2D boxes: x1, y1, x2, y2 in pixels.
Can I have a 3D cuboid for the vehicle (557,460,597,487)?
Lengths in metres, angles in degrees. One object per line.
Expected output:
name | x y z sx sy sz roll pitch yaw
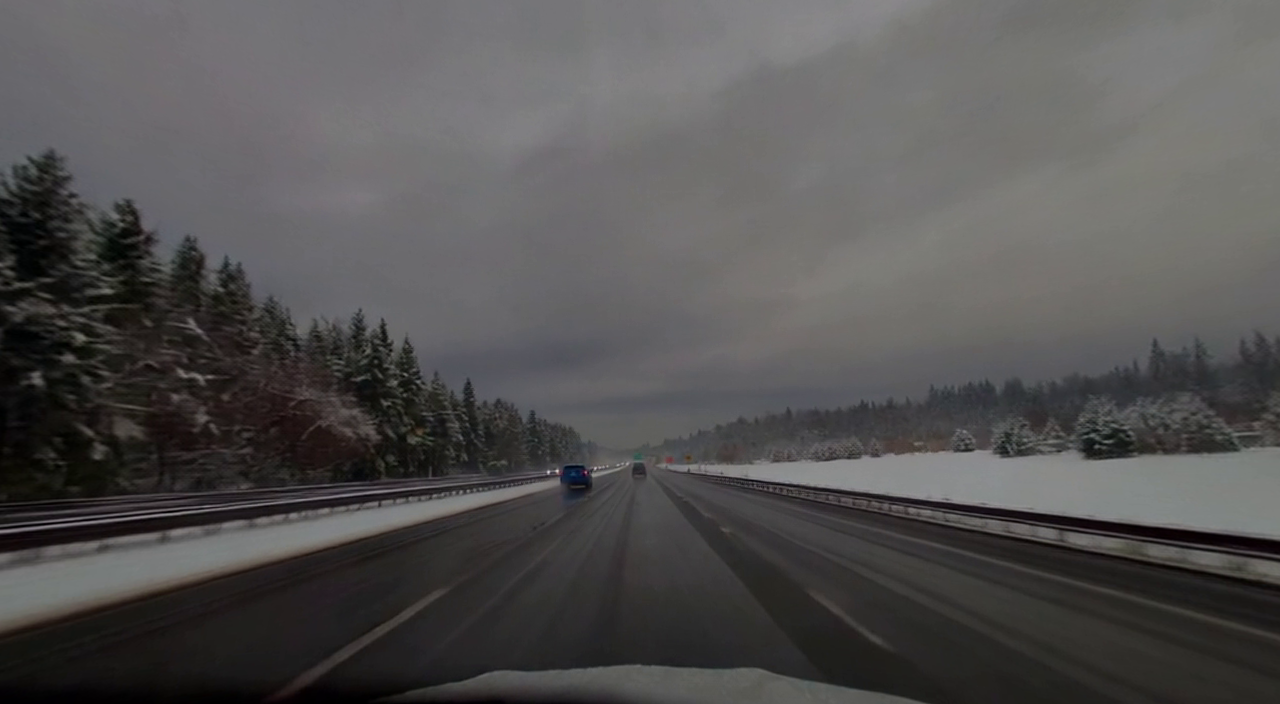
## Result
vehicle | -4.006 7.826 40.632 2.081 1.586 4.245 0 -10 0
